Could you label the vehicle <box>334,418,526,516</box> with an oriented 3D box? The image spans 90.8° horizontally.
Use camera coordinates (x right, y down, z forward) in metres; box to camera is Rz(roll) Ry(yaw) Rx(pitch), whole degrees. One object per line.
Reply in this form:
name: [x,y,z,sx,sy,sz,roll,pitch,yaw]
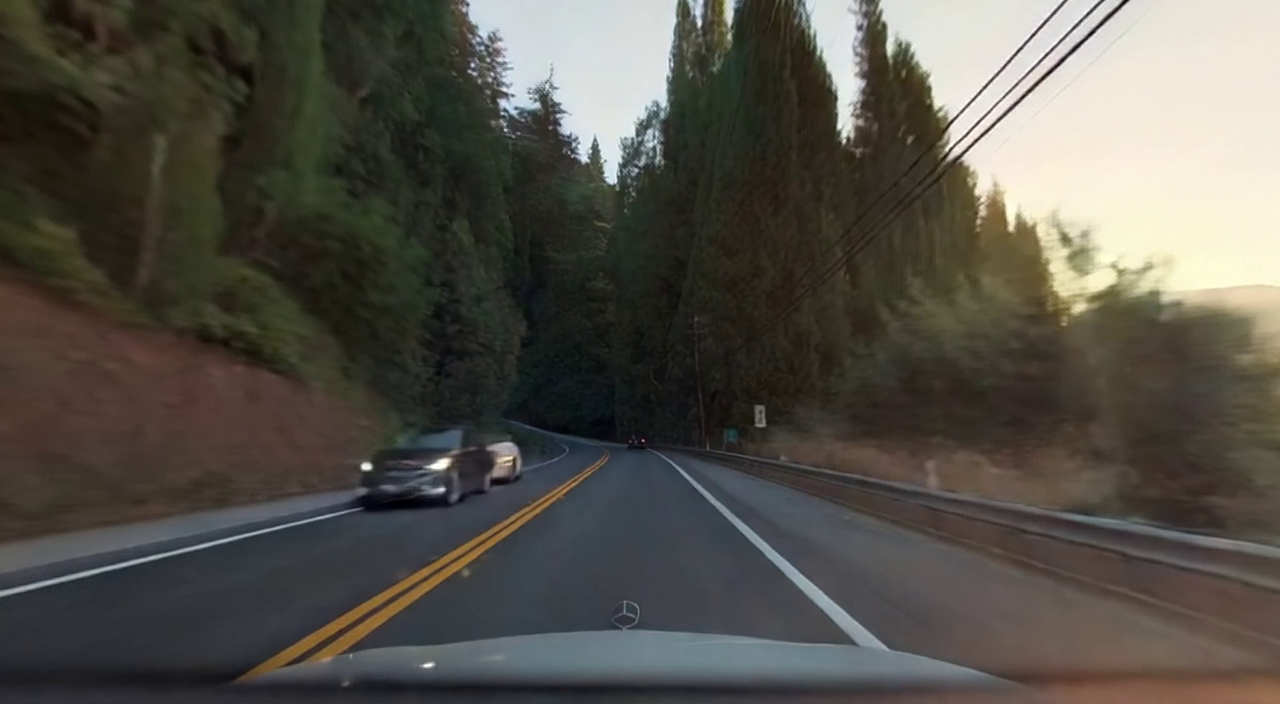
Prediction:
vehicle: [-4.333,2.536,14.589,2.172,1.744,6.543,0,-8,0]
